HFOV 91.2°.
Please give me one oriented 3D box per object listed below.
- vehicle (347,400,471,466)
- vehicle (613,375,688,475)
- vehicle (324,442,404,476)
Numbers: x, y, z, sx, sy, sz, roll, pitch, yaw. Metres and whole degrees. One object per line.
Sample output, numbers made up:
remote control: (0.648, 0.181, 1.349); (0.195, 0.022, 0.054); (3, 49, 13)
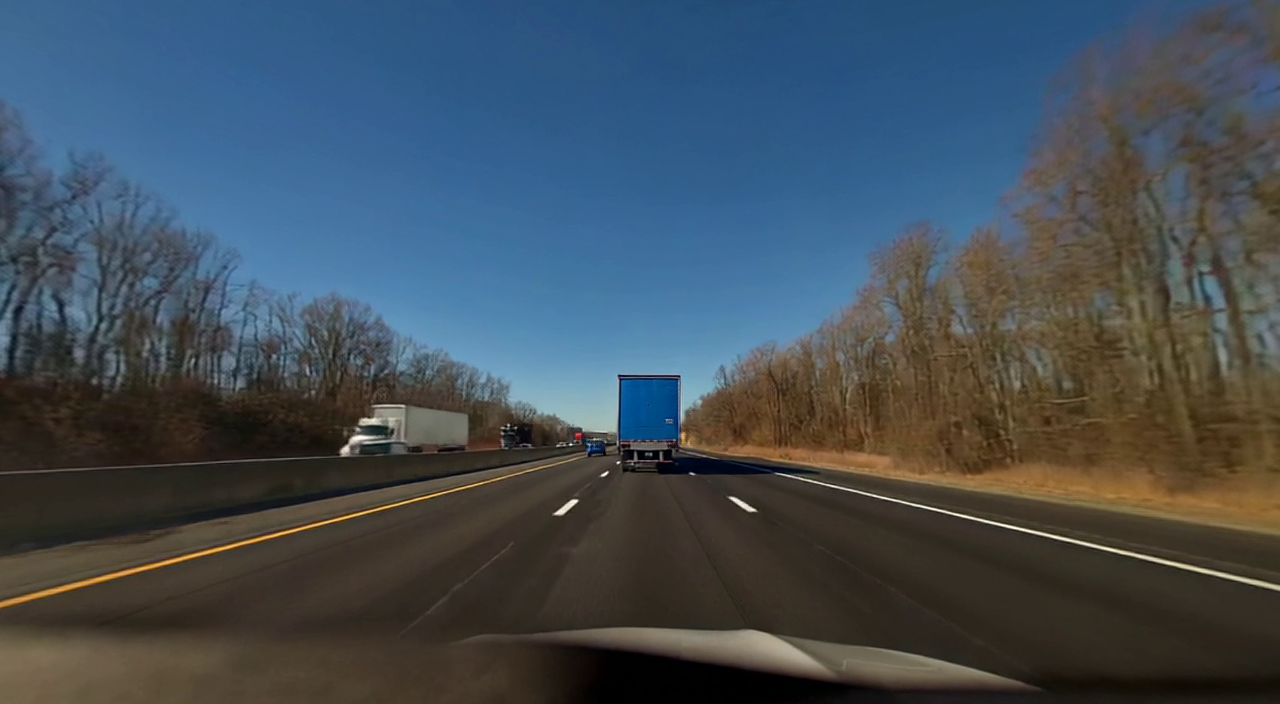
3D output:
vehicle: (-16.402, 6.149, 46.865); (2.959, 4.021, 16.514); (0, -8, 0)
vehicle: (0.449, 3.731, 30.802); (3.010, 4.039, 10.481); (0, -8, 0)
vehicle: (-13.010, 5.069, 29.913); (1.843, 1.474, 4.277); (0, -8, 0)
